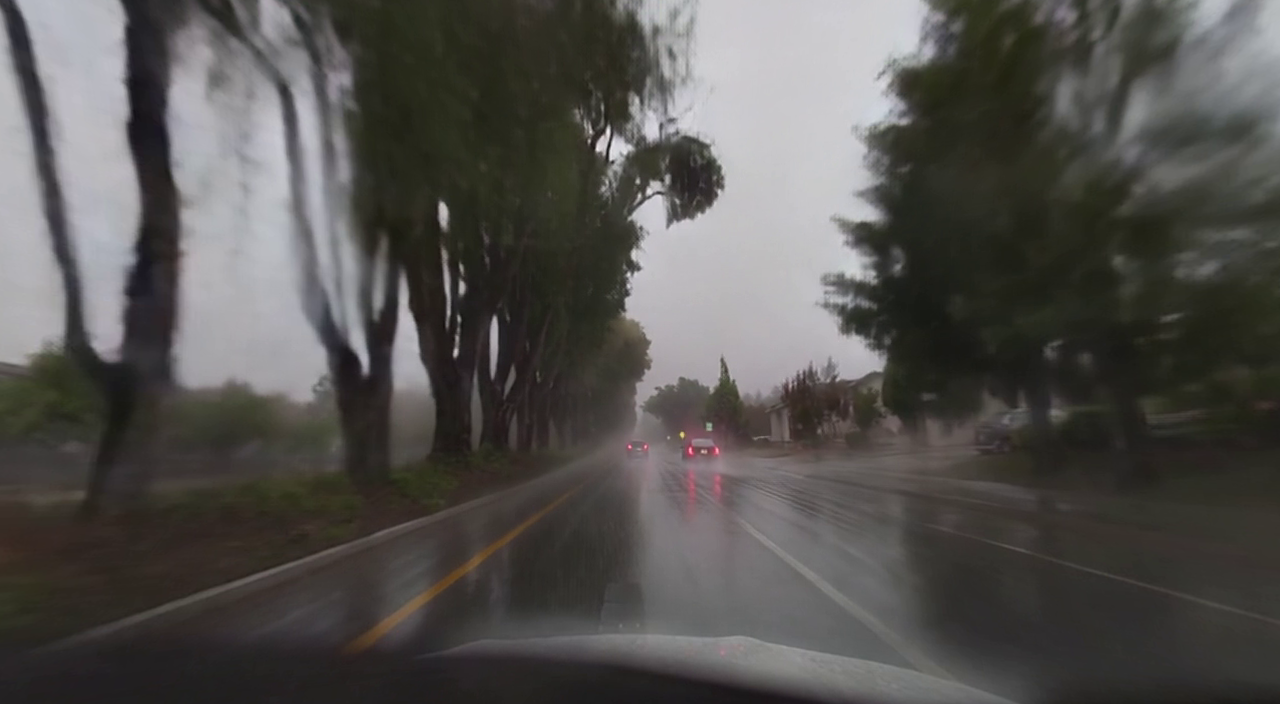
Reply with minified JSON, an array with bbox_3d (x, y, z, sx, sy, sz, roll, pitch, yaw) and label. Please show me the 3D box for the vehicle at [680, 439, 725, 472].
[{"bbox_3d":[3.332,5.601,34.386,1.888,1.640,4.044,0,-8,-2],"label":"vehicle"}]
